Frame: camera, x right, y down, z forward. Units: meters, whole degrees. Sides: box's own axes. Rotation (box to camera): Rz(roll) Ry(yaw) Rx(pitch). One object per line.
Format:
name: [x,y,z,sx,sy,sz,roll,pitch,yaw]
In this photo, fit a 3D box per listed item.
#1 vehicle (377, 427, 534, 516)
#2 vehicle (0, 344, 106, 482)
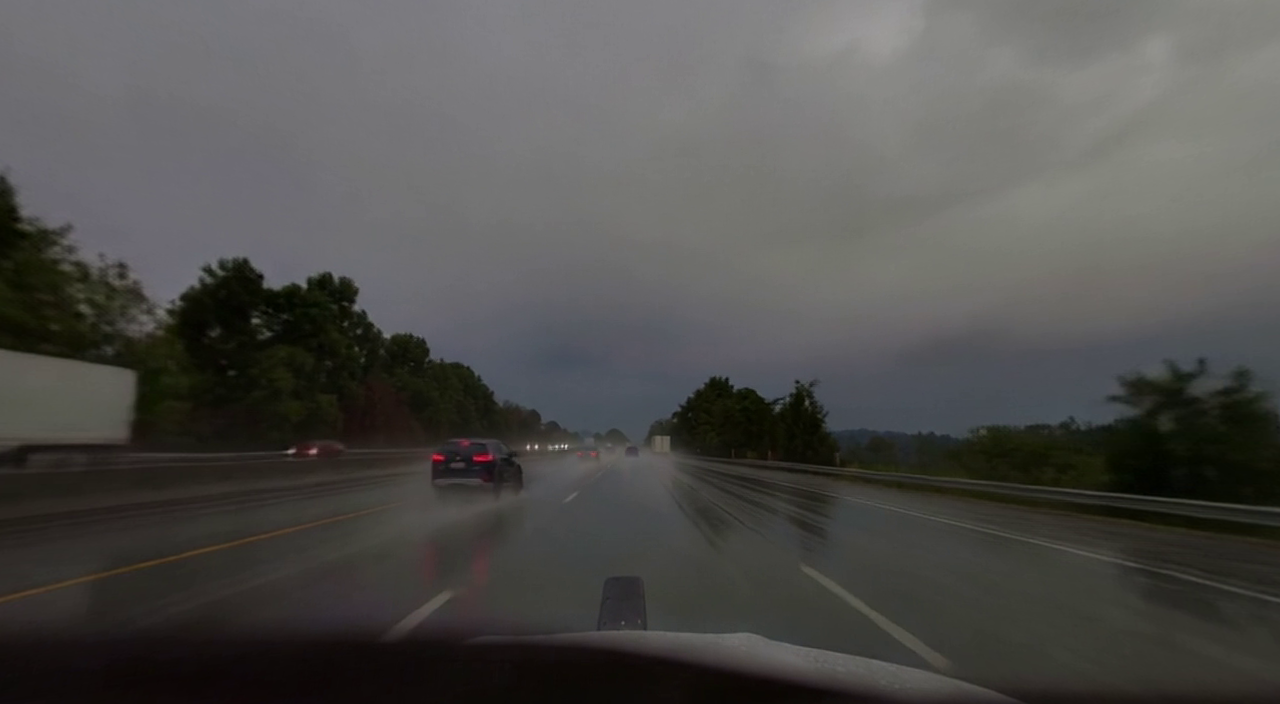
vehicle: [-3.880,2.609,14.238,2.108,1.666,4.558,0,-9,1]
vehicle: [-21.666,1.219,15.360,2.899,4.311,16.357,0,-9,0]
